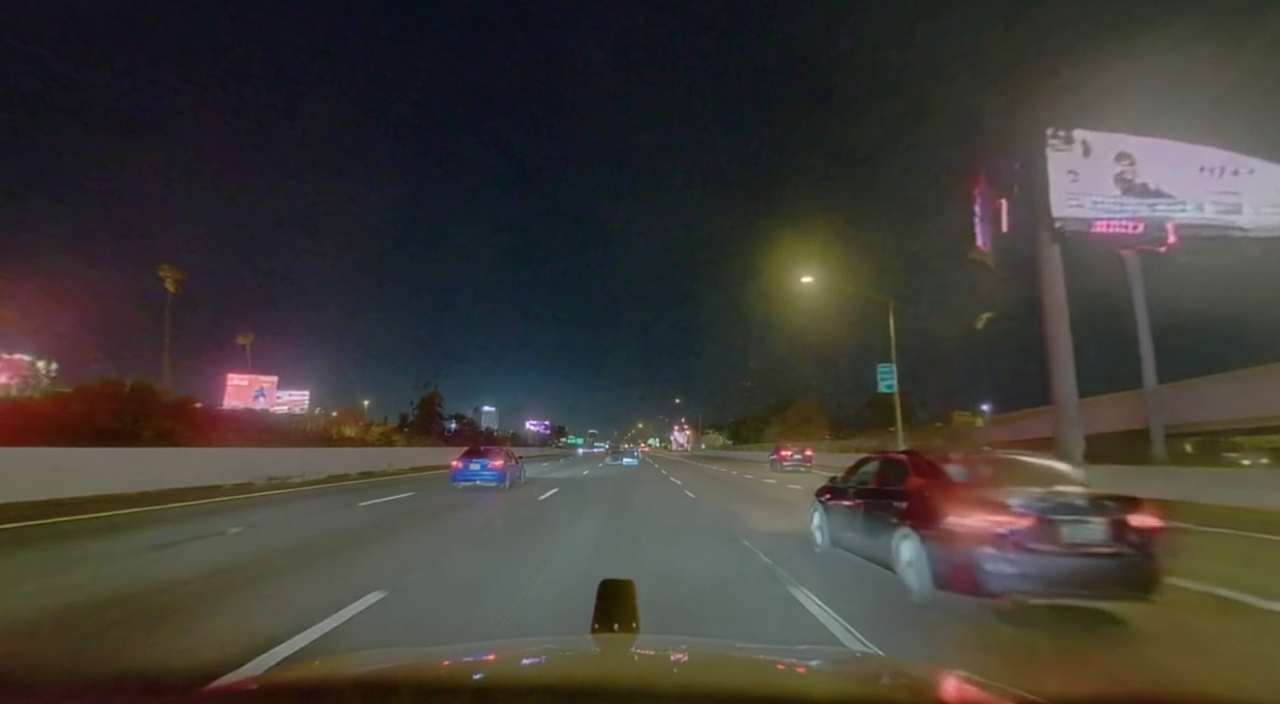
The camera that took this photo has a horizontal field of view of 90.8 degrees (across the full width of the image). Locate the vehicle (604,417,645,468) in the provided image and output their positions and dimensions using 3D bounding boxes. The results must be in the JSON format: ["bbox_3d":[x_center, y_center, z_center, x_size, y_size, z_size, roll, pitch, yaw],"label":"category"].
[{"bbox_3d":[-1.008,5.780,40.245,2.364,2.953,6.495,0,-8,-2],"label":"vehicle"}]

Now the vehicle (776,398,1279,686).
[{"bbox_3d":[2.955,1.408,5.929,2.175,1.598,4.584,0,-8,-2],"label":"vehicle"}]

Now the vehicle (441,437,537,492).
[{"bbox_3d":[-4.807,3.643,20.910,2.021,1.598,4.887,0,-8,-1],"label":"vehicle"}]
